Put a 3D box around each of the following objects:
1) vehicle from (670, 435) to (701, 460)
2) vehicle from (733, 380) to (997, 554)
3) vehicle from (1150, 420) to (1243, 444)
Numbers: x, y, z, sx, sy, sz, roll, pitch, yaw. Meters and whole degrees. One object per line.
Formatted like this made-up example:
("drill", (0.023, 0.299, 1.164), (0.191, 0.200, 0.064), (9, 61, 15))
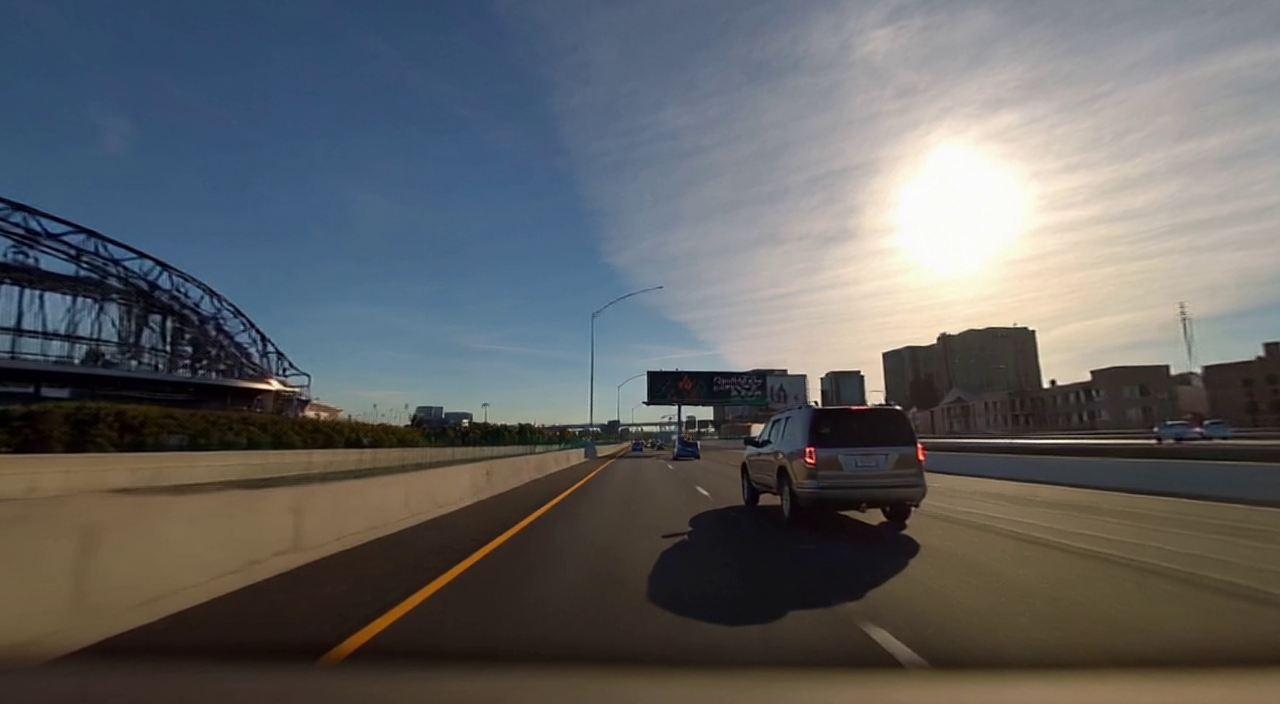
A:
("vehicle", (3.302, 7.010, 46.404), (1.973, 1.774, 4.092), (0, -8, 0))
("vehicle", (3.006, 1.699, 9.938), (2.199, 2.002, 4.970), (0, -8, -1))
("vehicle", (41.227, 6.009, 47.015), (2.086, 1.693, 5.339), (0, -8, 0))
